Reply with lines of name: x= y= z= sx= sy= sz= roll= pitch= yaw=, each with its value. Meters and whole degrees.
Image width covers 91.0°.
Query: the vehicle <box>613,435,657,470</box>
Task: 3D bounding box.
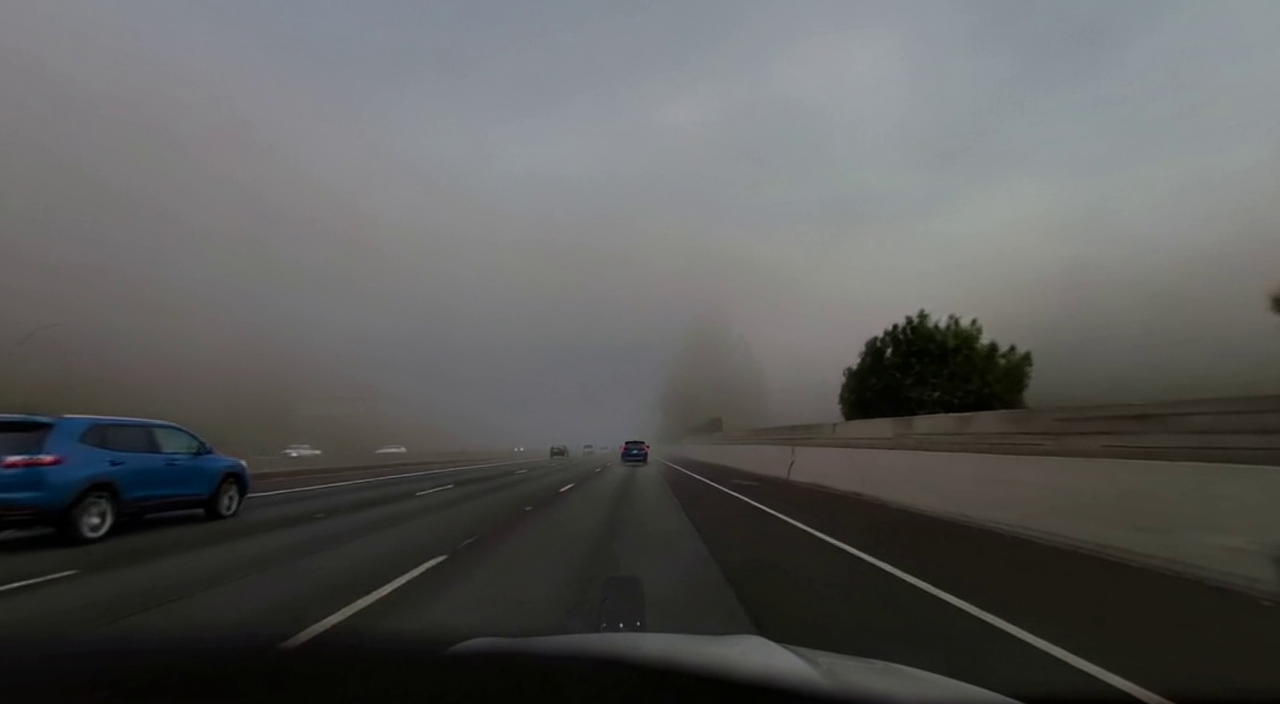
vehicle: x=-0.224 y=5.222 z=32.866 sx=2.141 sy=1.706 sz=4.065 roll=0 pitch=-9 yaw=1

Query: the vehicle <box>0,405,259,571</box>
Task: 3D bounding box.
vehicle: x=-7.711 y=1.714 z=8.619 sx=2.166 sy=1.705 sz=4.433 roll=0 pitch=-9 yaw=0
